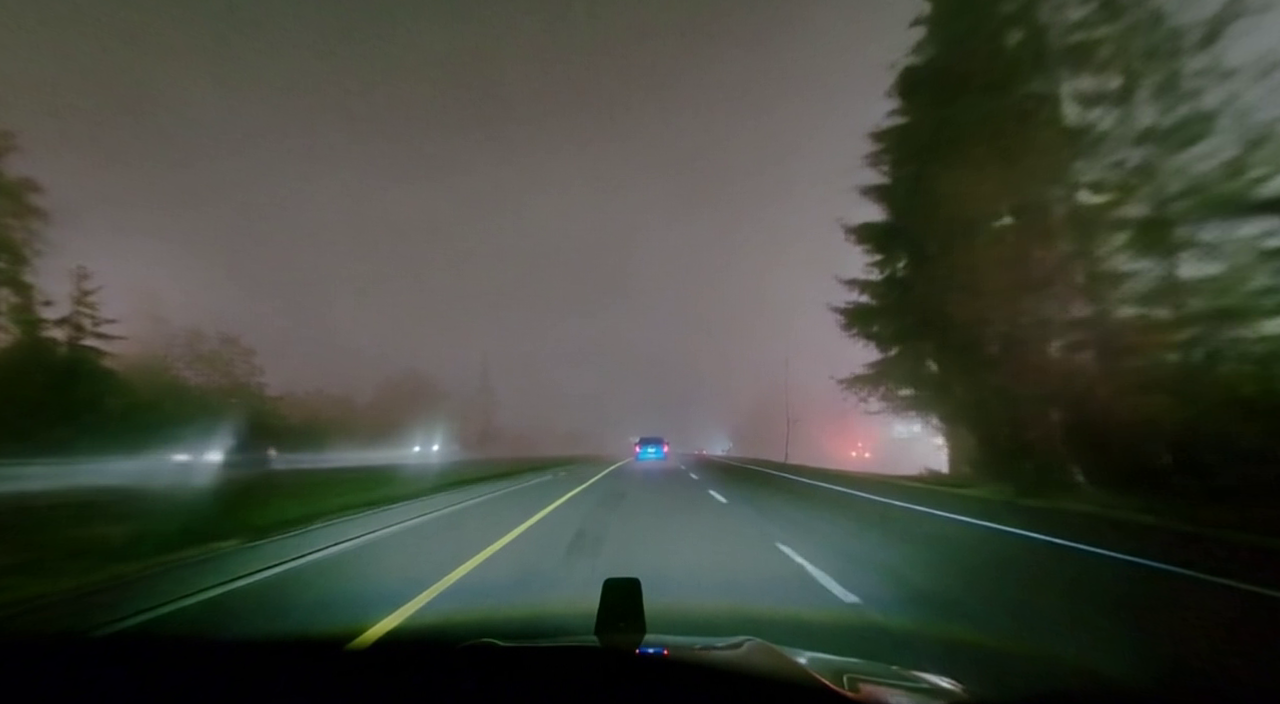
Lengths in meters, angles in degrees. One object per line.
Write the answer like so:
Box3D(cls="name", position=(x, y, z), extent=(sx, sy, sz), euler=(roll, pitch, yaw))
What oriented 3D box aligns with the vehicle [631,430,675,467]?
Box3D(cls="vehicle", position=(0.873, 6.074, 39.724), extent=(2.546, 2.126, 5.153), euler=(-1, -8, 2))
